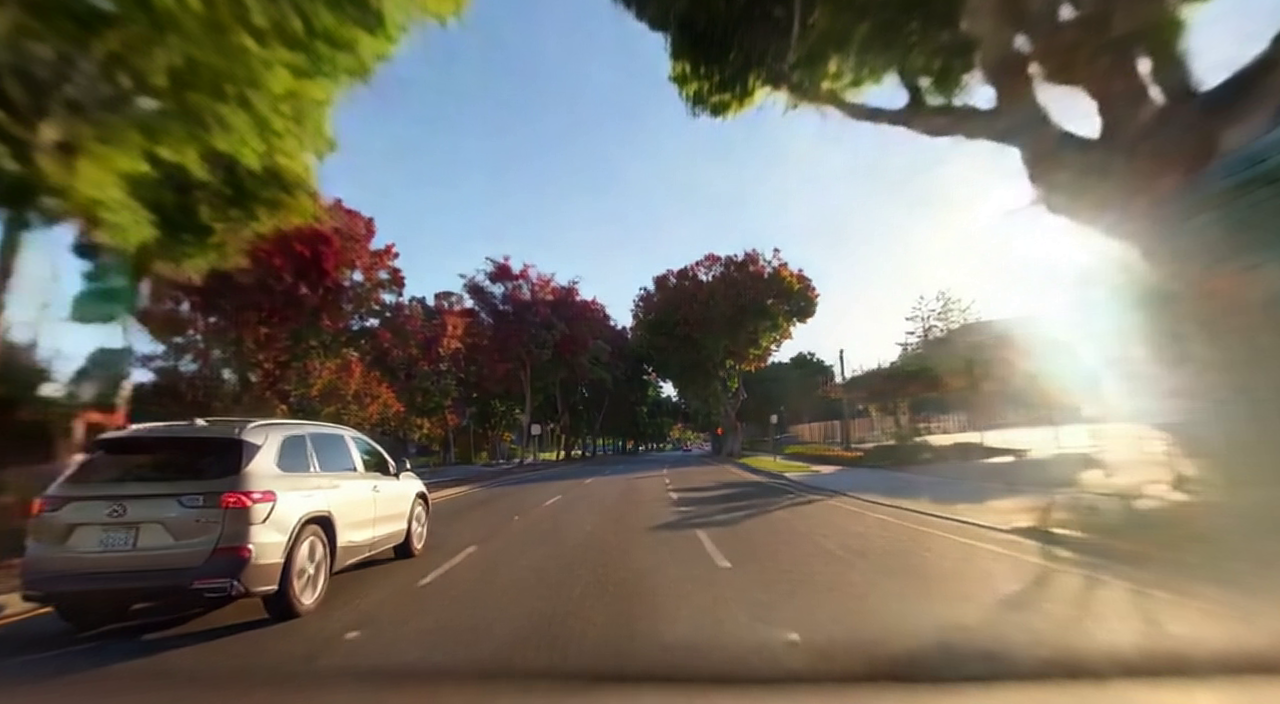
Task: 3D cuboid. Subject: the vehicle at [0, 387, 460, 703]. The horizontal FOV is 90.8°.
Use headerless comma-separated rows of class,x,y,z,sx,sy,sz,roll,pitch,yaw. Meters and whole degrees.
vehicle,-3.367,1.381,5.775,2.067,1.700,4.561,0,-8,0
